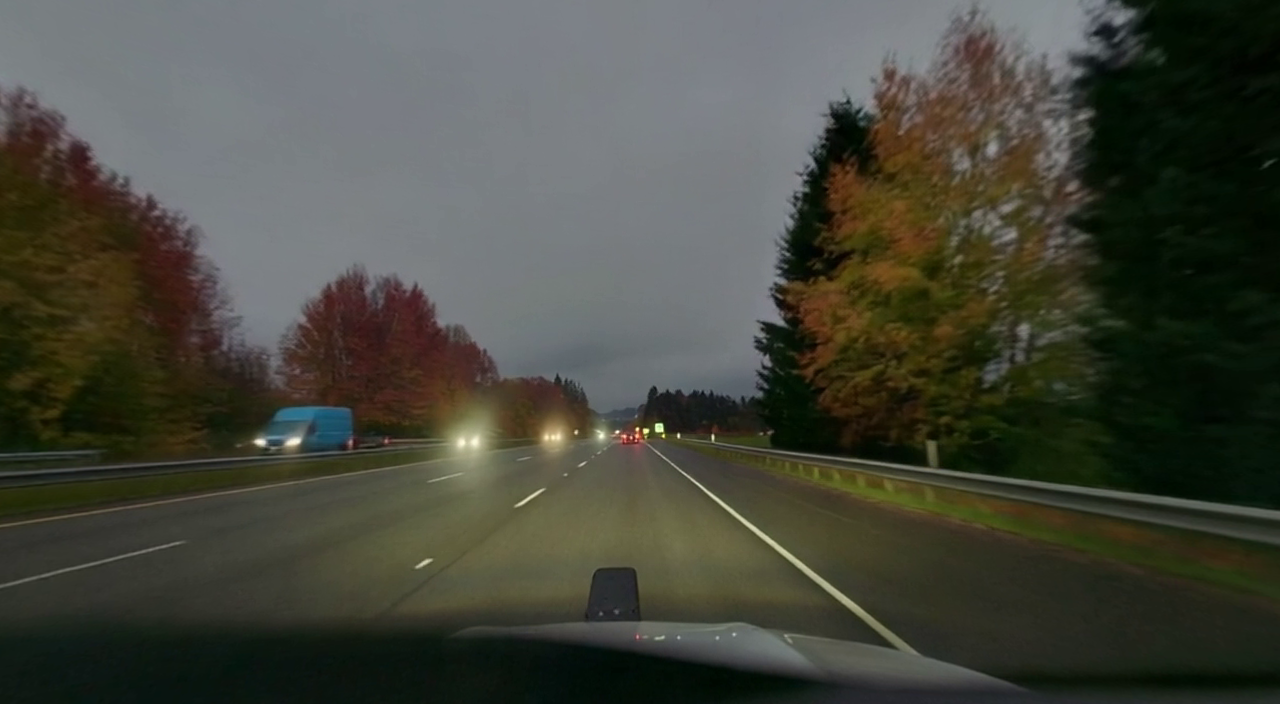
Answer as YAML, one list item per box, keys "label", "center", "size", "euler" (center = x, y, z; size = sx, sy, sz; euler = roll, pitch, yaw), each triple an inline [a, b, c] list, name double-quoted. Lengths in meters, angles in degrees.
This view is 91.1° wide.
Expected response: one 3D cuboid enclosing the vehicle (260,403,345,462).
- label: "vehicle"
  center: [-25.429, 6.158, 47.791]
  size: [3.053, 4.137, 6.199]
  euler: [0, -8, -2]
